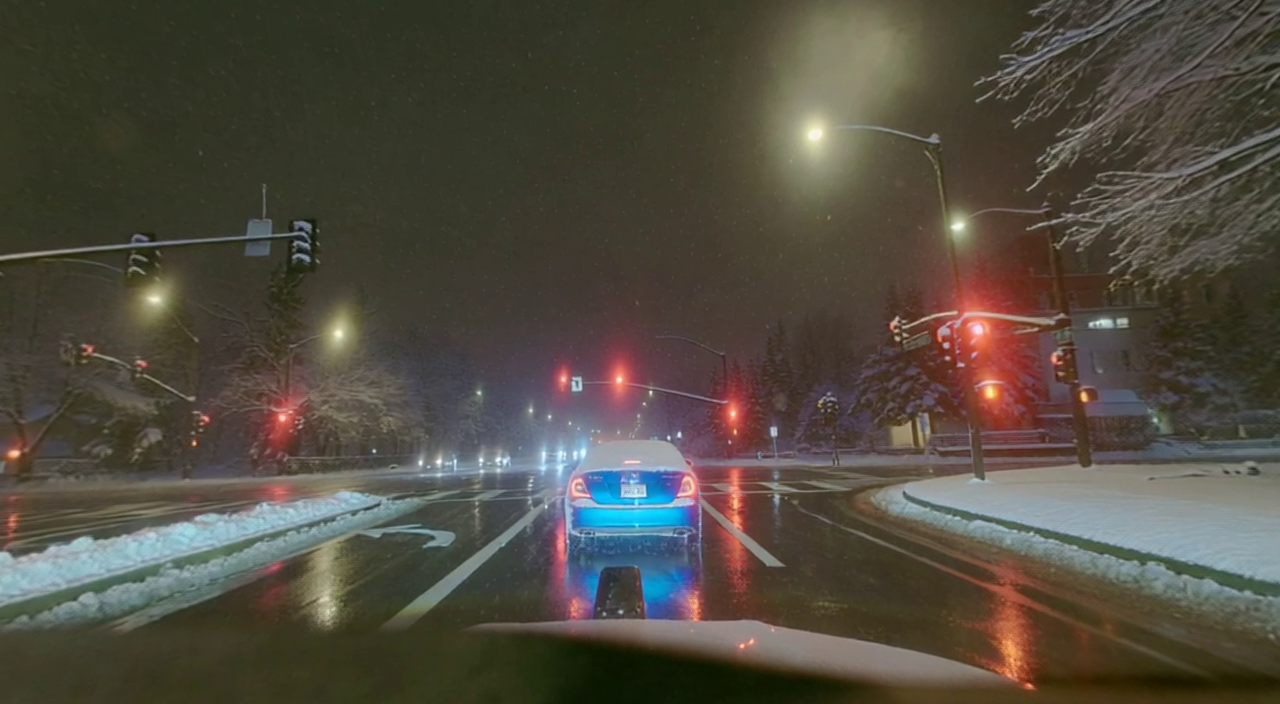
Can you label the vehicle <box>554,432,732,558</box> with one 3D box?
[{"bbox_3d":[0.005,1.999,9.523,2.107,1.470,3.974,0,-9,-1],"label":"vehicle"}]
